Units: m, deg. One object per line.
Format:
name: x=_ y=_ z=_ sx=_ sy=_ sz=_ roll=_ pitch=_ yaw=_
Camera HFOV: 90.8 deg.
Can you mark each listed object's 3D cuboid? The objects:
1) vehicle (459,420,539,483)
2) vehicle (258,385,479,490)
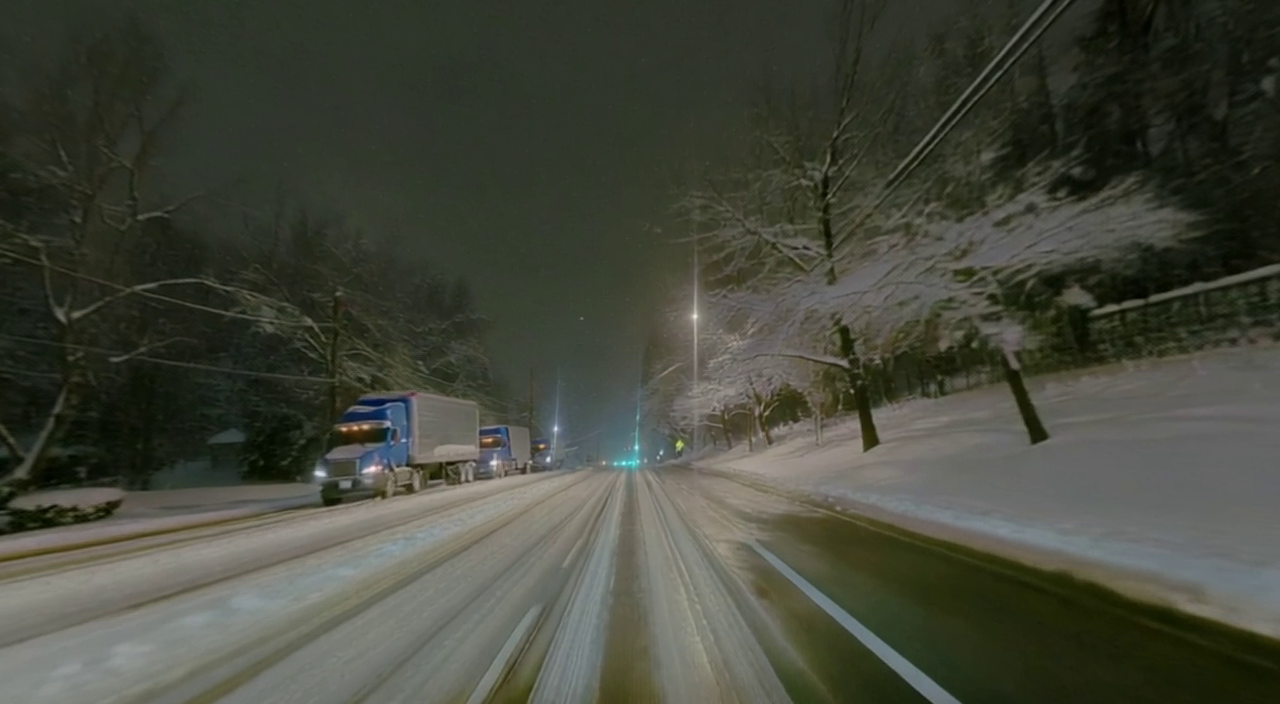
vehicle: x=-8.431 y=6.016 z=39.251 sx=2.788 sy=3.365 sz=9.652 roll=0 pitch=-7 yaw=0
vehicle: x=-10.701 y=3.956 z=26.776 sx=5.596 sy=3.130 sz=8.972 roll=-4 pitch=-13 yaw=-2
